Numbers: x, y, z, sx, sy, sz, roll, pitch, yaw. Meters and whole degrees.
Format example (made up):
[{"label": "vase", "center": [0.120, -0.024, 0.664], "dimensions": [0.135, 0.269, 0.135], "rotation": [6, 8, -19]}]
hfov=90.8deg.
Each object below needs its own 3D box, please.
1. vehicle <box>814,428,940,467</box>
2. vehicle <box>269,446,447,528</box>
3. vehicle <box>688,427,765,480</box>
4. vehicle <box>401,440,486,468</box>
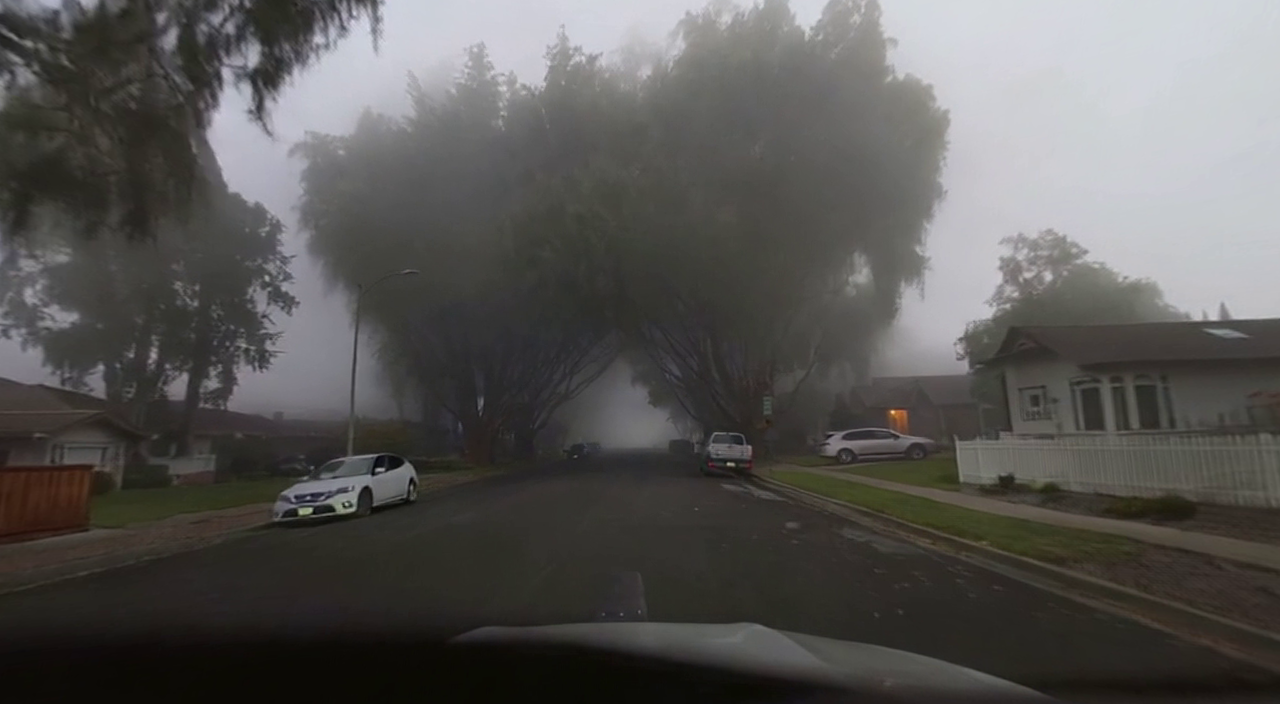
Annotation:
[{"label": "vehicle", "center": [10.545, 4.327, 28.535], "dimensions": [5.041, 1.486, 1.969], "rotation": [-4, -9, 14]}, {"label": "vehicle", "center": [-6.303, 3.003, 14.764], "dimensions": [2.099, 1.399, 4.357], "rotation": [-4, -8, 1]}, {"label": "vehicle", "center": [3.268, 3.992, 25.034], "dimensions": [2.241, 1.875, 5.059], "rotation": [0, -8, -1]}, {"label": "vehicle", "center": [-12.941, 6.738, 41.837], "dimensions": [4.928, 1.797, 1.981], "rotation": [0, -8, 1]}]
